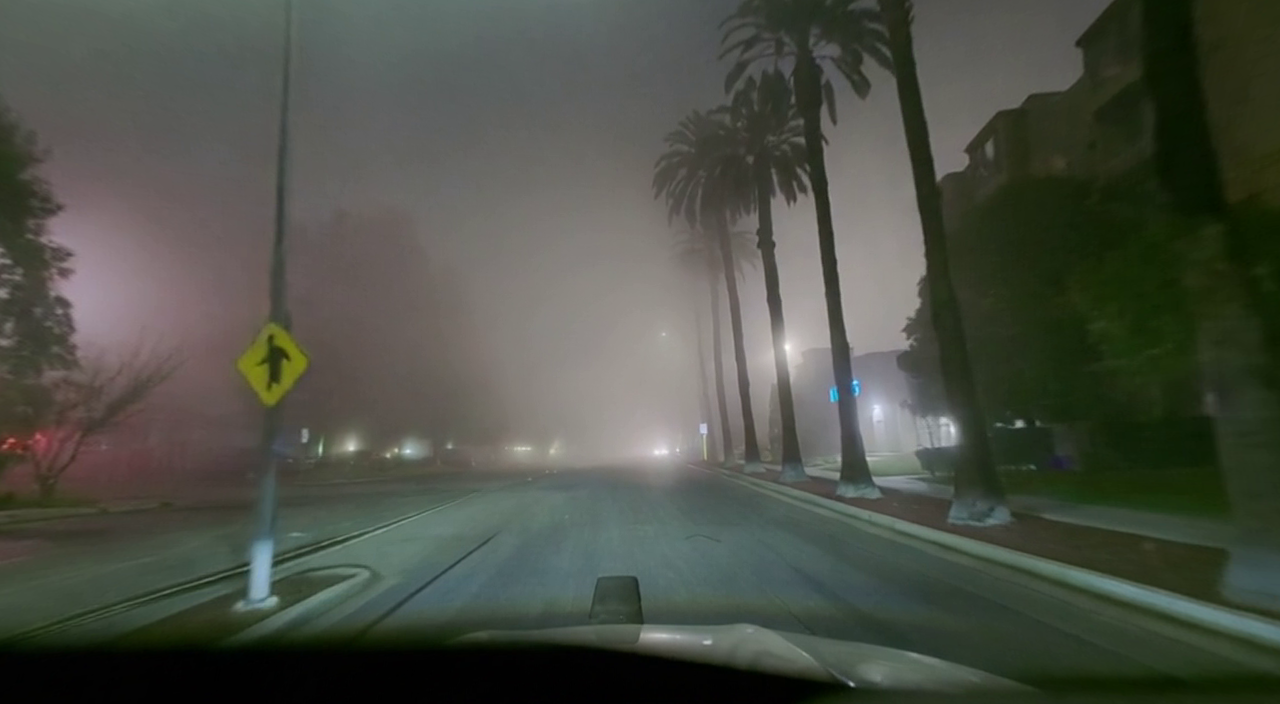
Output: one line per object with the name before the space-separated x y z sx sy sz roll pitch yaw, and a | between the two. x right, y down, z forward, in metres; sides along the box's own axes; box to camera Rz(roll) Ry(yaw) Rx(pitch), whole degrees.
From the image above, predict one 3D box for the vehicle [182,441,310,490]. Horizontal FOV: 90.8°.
vehicle | -16.480 4.699 26.440 4.651 1.863 2.174 -4 -10 24
